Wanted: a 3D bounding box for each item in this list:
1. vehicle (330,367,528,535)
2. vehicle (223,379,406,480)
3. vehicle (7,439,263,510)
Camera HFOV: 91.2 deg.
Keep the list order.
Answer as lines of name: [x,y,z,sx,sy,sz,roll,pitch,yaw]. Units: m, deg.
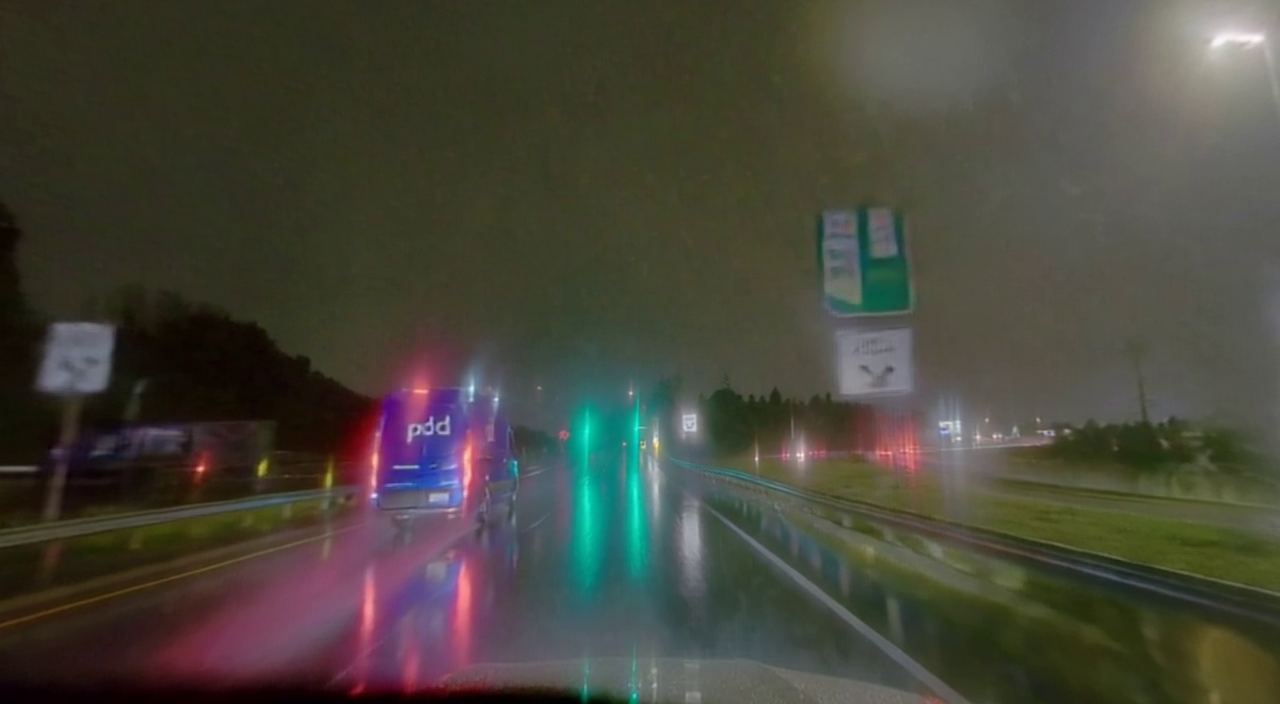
vehicle: [-3.953,2.098,13.520,2.463,2.640,7.034,1,-9,-6]
vehicle: [-14.715,3.598,28.153,8.365,3.958,3.166,-6,-10,31]
vehicle: [-12.151,2.943,15.486,4.396,1.557,1.952,2,-9,-15]
